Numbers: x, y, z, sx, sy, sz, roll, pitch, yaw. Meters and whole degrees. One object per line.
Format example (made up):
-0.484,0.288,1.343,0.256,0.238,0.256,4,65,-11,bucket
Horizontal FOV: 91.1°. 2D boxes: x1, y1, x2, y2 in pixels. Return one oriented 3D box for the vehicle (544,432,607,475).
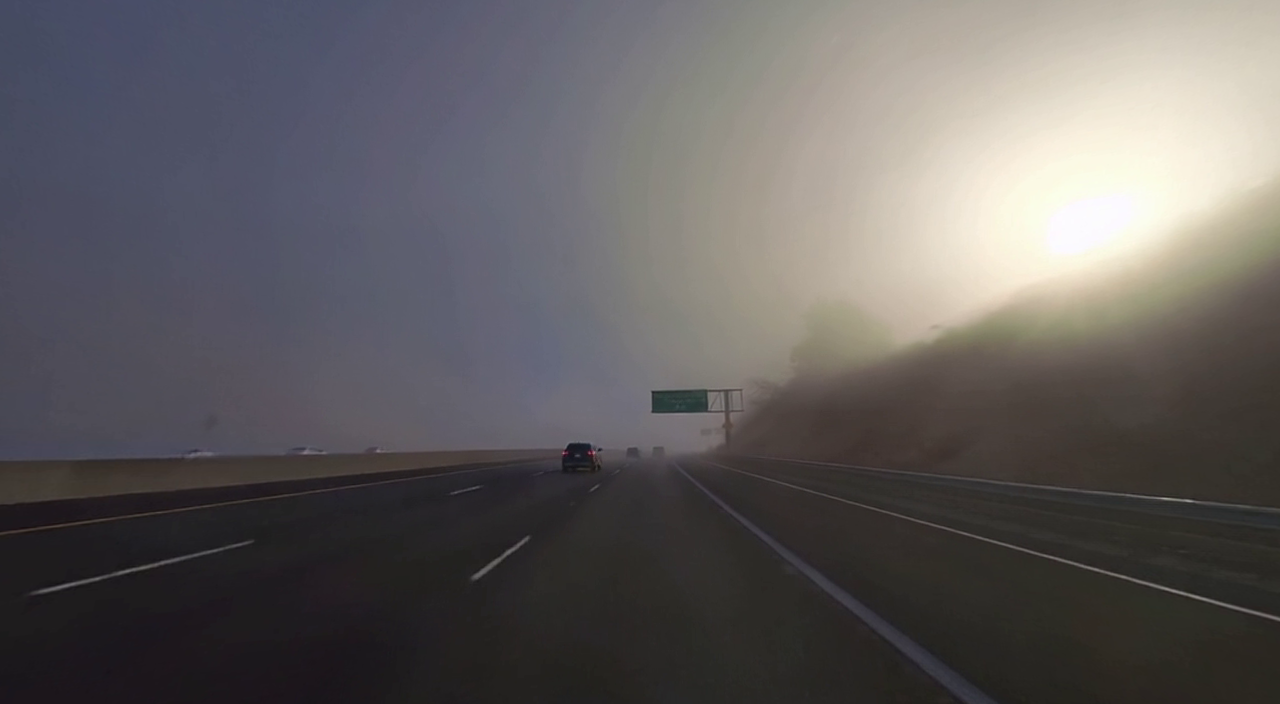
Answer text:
-3.071,4.993,31.086,2.413,1.896,5.218,-1,-8,2,vehicle
